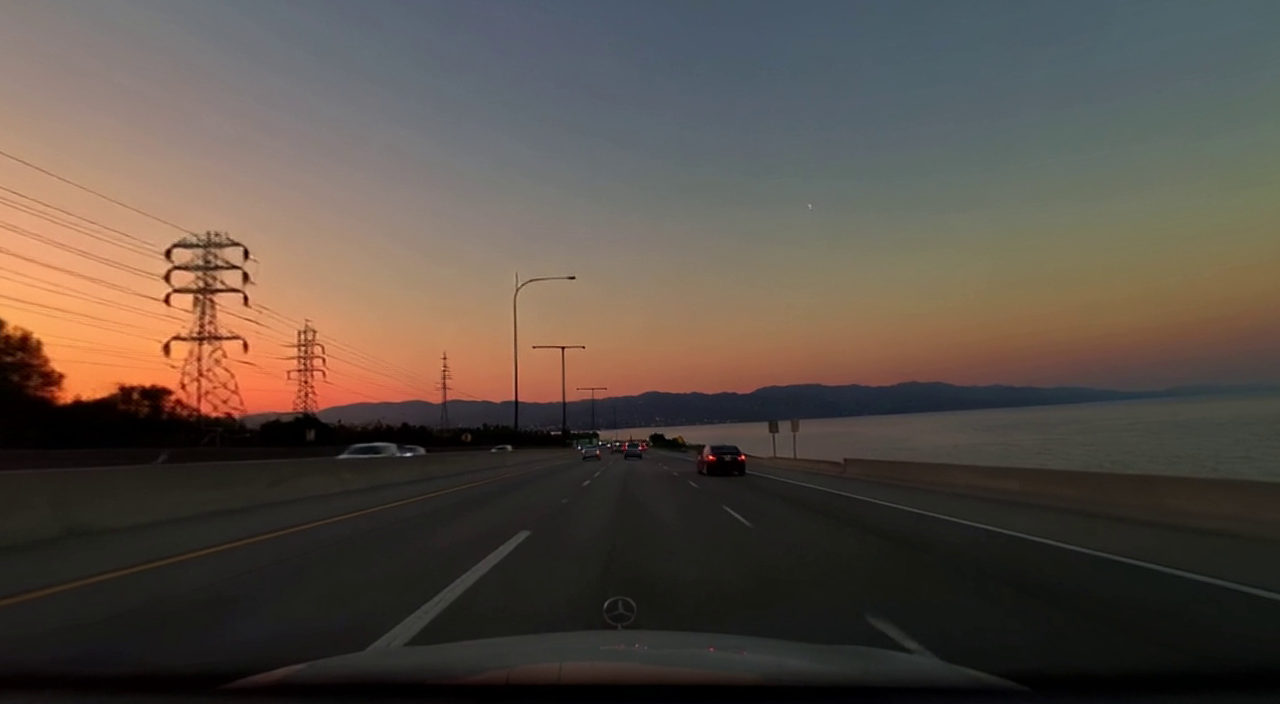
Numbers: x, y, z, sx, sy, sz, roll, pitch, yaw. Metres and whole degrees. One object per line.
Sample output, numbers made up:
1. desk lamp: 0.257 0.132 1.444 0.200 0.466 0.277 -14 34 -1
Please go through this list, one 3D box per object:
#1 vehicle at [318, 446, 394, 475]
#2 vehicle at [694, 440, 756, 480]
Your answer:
1. vehicle: -15.353 5.853 34.434 1.903 1.480 4.717 0 -8 0
2. vehicle: 3.466 4.485 26.551 1.890 1.490 4.373 0 -8 -1
